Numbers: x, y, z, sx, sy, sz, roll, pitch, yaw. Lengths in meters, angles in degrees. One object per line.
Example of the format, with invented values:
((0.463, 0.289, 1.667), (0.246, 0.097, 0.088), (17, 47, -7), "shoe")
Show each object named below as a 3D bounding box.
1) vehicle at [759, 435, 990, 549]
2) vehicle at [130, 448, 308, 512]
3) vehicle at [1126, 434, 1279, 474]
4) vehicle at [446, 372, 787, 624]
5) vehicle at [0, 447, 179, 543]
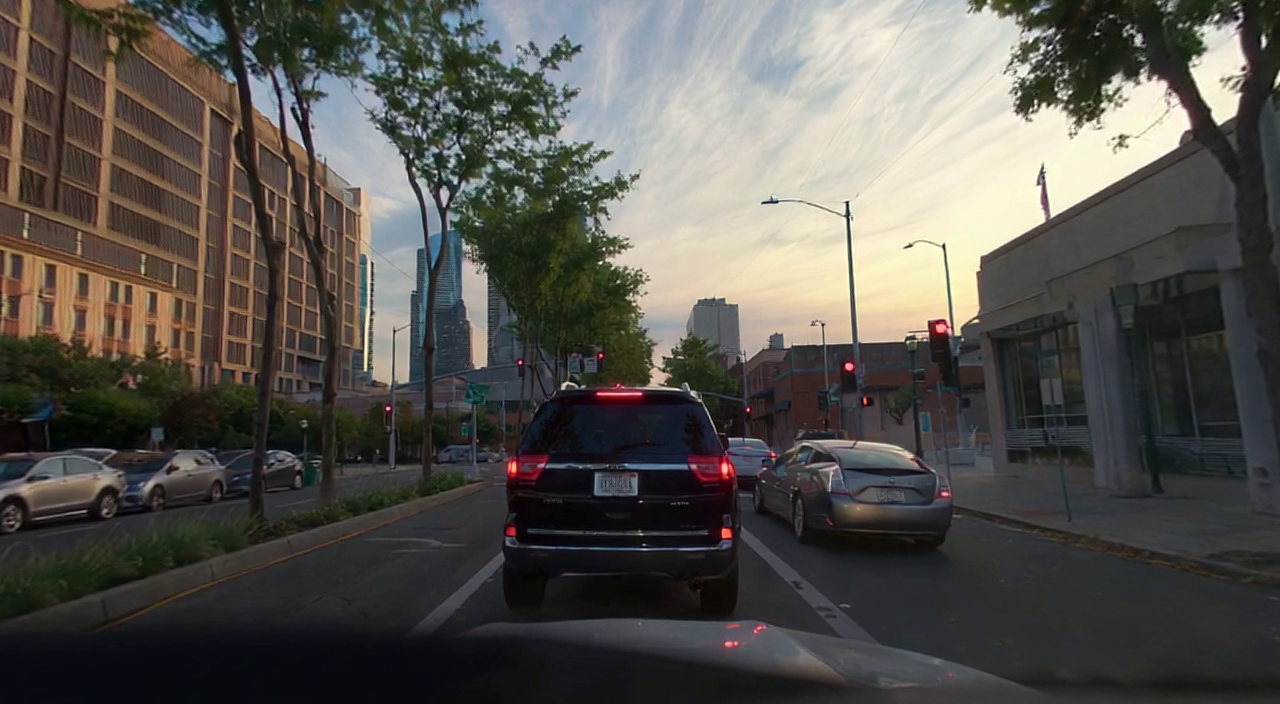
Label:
((3.349, 2.078, 10.031), (2.056, 1.422, 4.130), (0, -8, -1), "vehicle")
((-12.490, 3.778, 19.130), (2.207, 1.648, 4.675), (0, -8, -1), "vehicle")
((22.160, 4.034, 24.962), (4.055, 1.469, 1.848), (-4, -9, 26), "vehicle")
((-0.157, 1.366, 6.767), (2.453, 1.816, 4.300), (0, -8, 0), "vehicle")
((-12.546, 2.908, 13.455), (1.891, 1.723, 4.360), (0, -8, 1), "vehicle")
